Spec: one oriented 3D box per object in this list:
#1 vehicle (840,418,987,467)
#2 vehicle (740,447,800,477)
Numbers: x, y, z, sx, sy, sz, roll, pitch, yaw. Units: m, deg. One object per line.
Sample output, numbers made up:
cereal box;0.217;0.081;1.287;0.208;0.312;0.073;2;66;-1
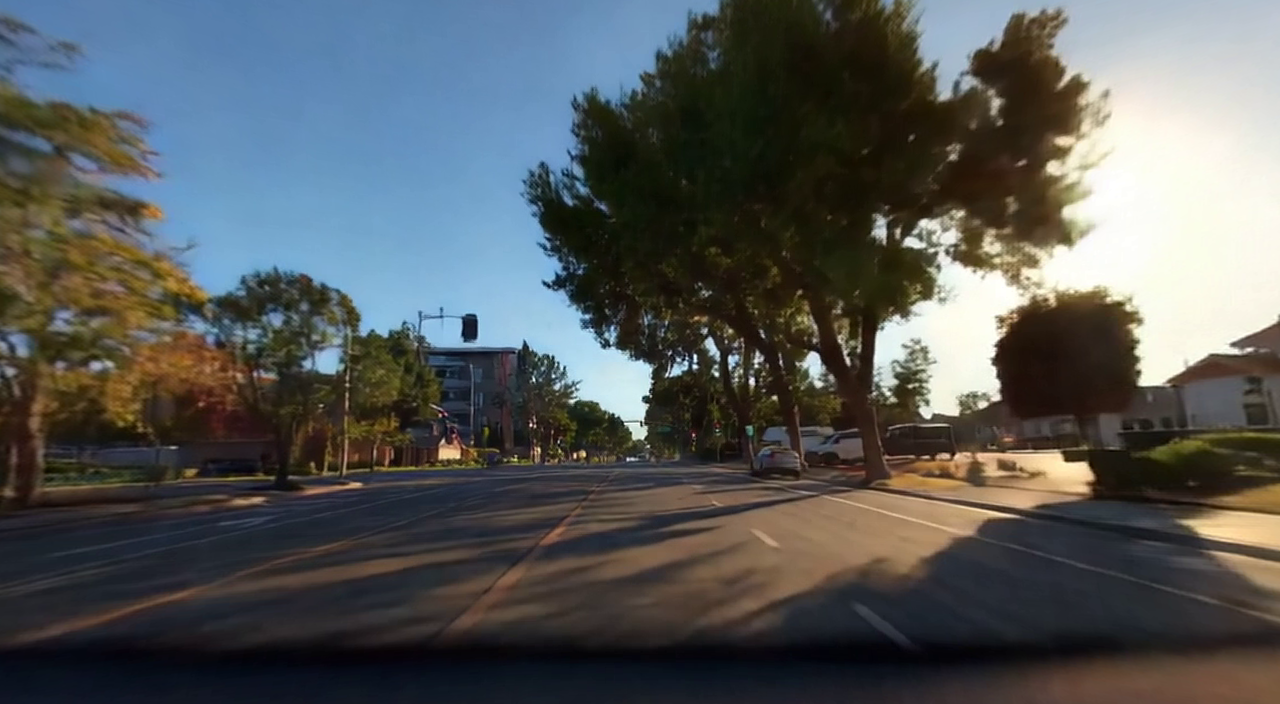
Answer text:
vehicle;17.614;5.874;41.167;8.016;2.965;3.192;-1;-8;2
vehicle;6.746;5.726;33.256;1.993;1.461;4.269;0;-8;-3
